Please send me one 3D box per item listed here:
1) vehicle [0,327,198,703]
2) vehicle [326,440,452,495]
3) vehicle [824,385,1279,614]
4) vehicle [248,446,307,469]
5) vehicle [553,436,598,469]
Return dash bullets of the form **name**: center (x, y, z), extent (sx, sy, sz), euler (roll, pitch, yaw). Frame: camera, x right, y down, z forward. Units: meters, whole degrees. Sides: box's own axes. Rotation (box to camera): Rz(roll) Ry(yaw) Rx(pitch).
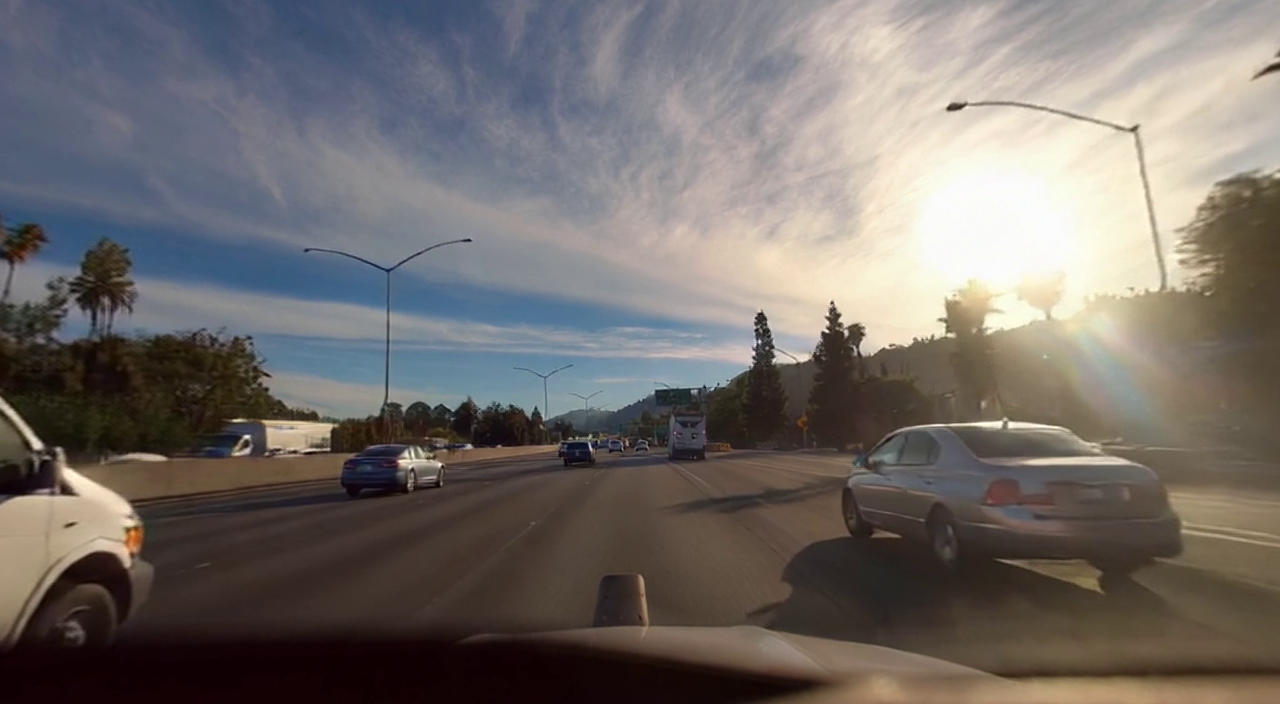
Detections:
- **vehicle**: center (-4.095, 0.600, 1.468), extent (2.215, 1.859, 5.375), euler (0, -9, 0)
- **vehicle**: center (-7.534, 3.496, 19.480), extent (2.050, 1.487, 4.372), euler (0, -9, 1)
- **vehicle**: center (3.779, 1.411, 6.921), extent (2.124, 1.674, 4.494), euler (0, -9, 0)
- **vehicle**: center (-24.539, 7.126, 42.770), extent (1.701, 1.502, 3.768), euler (0, -9, 1)
- **vehicle**: center (-3.509, 5.569, 35.089), extent (2.017, 1.683, 4.094), euler (0, -9, 0)
